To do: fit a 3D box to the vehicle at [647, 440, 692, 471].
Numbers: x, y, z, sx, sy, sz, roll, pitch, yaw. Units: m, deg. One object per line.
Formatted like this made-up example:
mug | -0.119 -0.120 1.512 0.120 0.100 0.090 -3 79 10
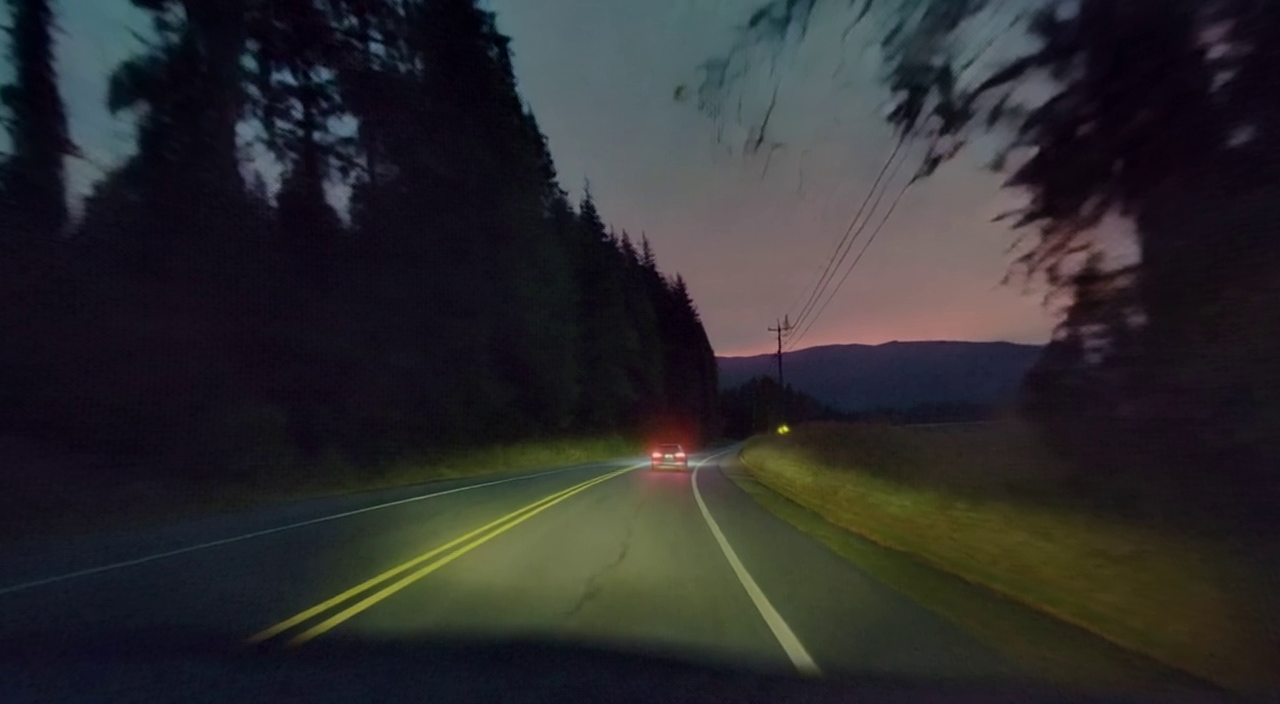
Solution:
vehicle | 1.584 5.312 32.609 2.059 1.524 3.963 -1 -8 6
